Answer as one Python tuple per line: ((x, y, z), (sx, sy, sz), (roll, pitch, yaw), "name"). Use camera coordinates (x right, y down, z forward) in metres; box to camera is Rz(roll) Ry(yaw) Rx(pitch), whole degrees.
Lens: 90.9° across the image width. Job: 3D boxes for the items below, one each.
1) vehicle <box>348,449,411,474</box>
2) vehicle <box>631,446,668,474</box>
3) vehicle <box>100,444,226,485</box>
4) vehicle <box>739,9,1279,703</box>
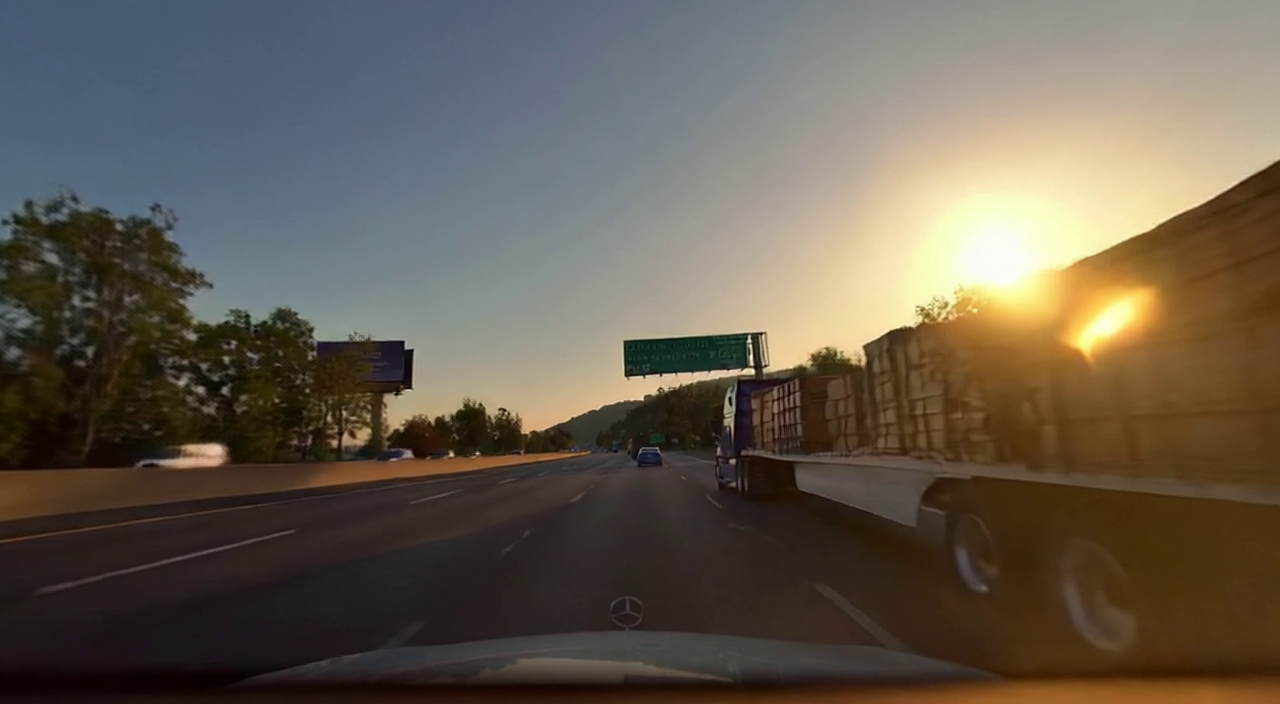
((-17.350, 7.301, 42.301), (1.948, 1.538, 5.039), (0, -8, 1), "vehicle")
((0.534, 6.390, 37.554), (2.042, 1.528, 4.300), (0, -8, 0), "vehicle")
((-25.446, 5.987, 34.044), (2.168, 1.955, 5.931), (0, -8, 0), "vehicle")
((4.412, 1.195, 10.171), (2.917, 3.179, 18.723), (0, -9, 1), "vehicle")
